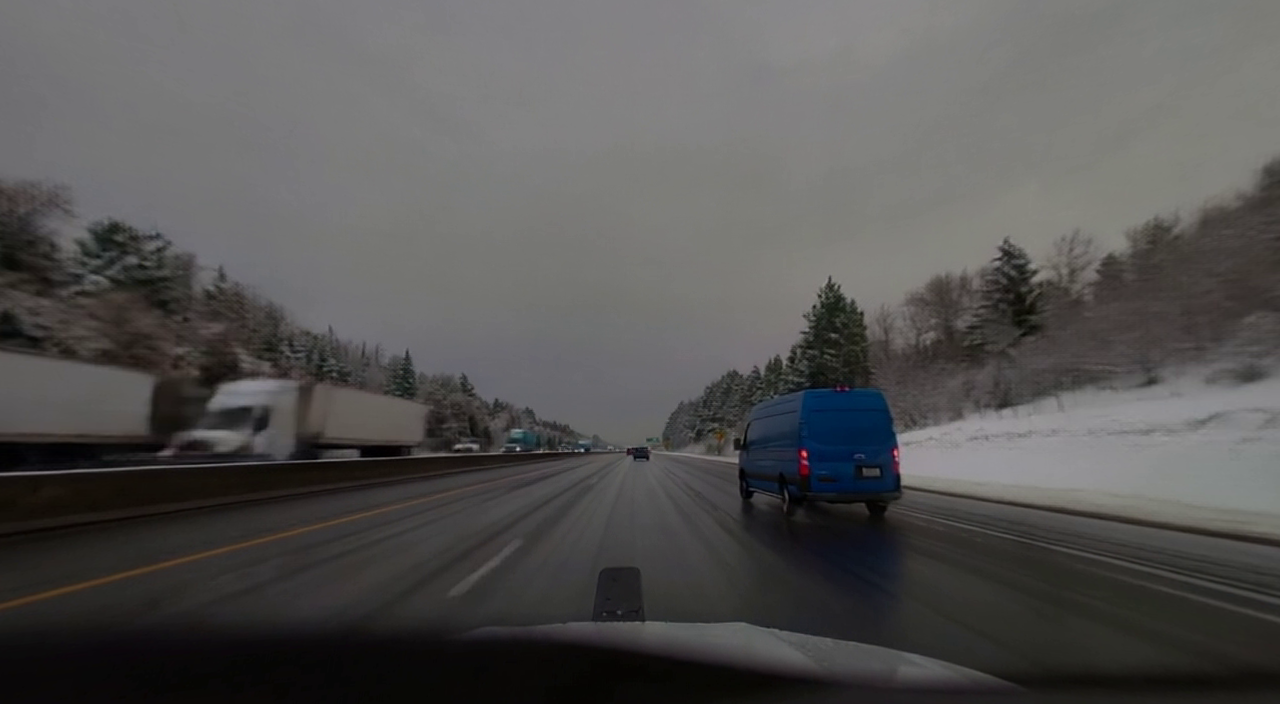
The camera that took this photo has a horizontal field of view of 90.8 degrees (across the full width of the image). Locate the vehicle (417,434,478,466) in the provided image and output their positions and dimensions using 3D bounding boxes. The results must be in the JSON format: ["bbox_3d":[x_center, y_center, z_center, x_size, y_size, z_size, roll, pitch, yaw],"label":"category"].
[{"bbox_3d":[-11.362,5.817,37.574,2.077,1.737,4.995,0,-9,0],"label":"vehicle"}]

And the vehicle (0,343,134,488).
[{"bbox_3d":[-19.534,1.435,15.423,2.848,4.058,13.834,0,-9,0],"label":"vehicle"}]

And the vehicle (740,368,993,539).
[{"bbox_3d":[3.886,2.008,12.750,2.552,2.524,6.630,0,-9,-1],"label":"vehicle"}]

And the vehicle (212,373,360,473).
[{"bbox_3d":[-15.267,3.235,27.852,2.929,3.922,5.878,0,-9,0],"label":"vehicle"}]
